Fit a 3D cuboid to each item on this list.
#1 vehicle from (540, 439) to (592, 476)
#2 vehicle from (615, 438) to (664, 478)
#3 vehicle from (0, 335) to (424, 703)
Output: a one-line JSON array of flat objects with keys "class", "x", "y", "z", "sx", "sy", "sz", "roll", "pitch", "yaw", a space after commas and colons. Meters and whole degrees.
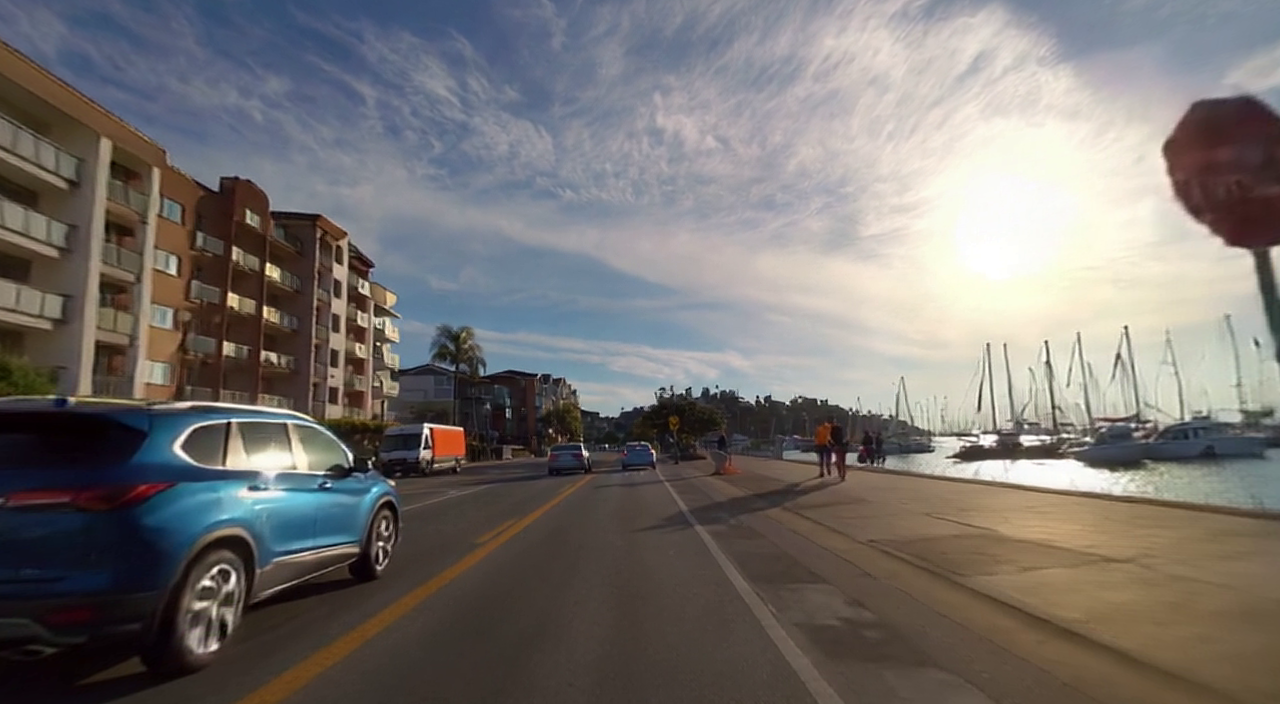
[{"class": "vehicle", "x": -3.609, "y": 5.266, "z": 31.568, "sx": 2.056, "sy": 1.680, "sz": 4.205, "roll": 0, "pitch": -9, "yaw": 1}, {"class": "vehicle", "x": -0.026, "y": 4.711, "z": 28.106, "sx": 2.057, "sy": 1.624, "sz": 3.726, "roll": 0, "pitch": -9, "yaw": 0}, {"class": "vehicle", "x": -3.565, "y": 1.196, "z": 4.883, "sx": 2.082, "sy": 1.817, "sz": 4.724, "roll": 0, "pitch": -9, "yaw": 0}]
